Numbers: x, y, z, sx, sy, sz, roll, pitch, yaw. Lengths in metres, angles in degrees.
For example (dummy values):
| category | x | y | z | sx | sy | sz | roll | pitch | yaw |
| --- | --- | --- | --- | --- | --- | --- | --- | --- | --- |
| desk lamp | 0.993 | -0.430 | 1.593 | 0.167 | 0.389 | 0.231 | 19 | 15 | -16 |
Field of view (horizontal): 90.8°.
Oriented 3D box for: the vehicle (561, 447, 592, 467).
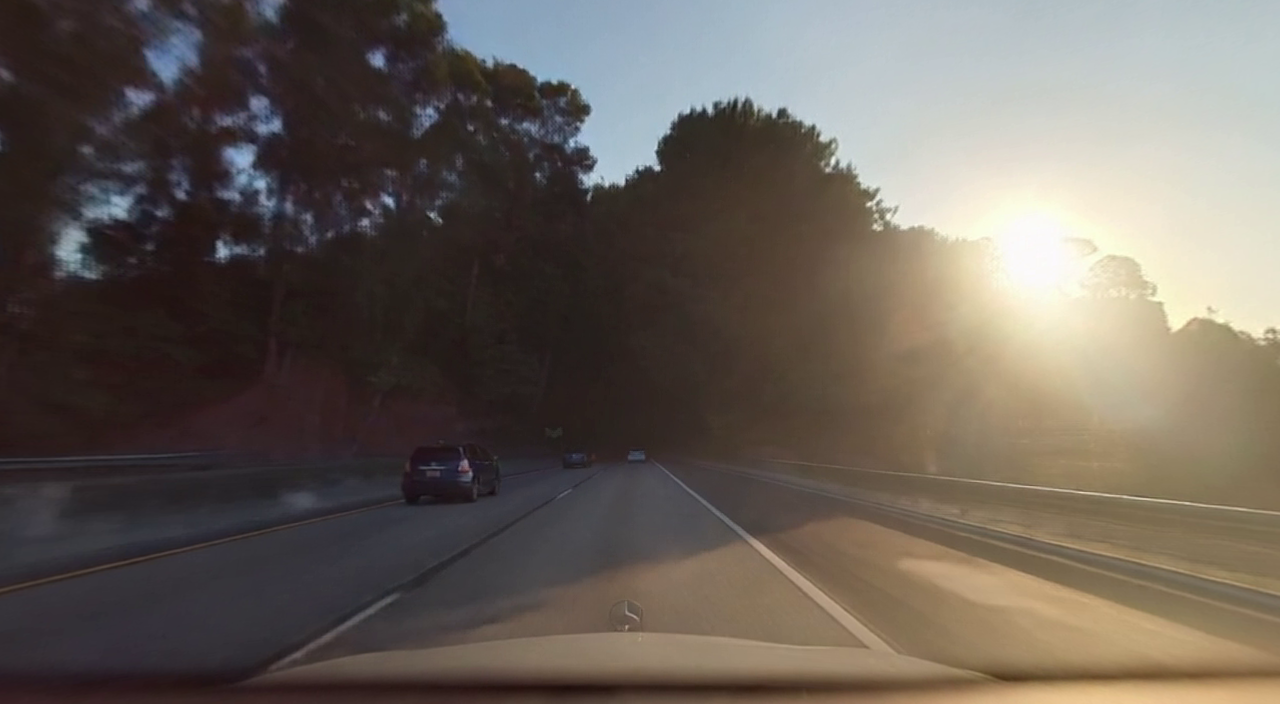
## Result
| category | x | y | z | sx | sy | sz | roll | pitch | yaw |
| --- | --- | --- | --- | --- | --- | --- | --- | --- | --- |
| vehicle | -4.906 | 8.175 | 49.228 | 2.052 | 1.468 | 4.390 | 0 | -8 | 0 |

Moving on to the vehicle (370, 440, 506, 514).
| category | x | y | z | sx | sy | sz | roll | pitch | yaw |
| --- | --- | --- | --- | --- | --- | --- | --- | --- | --- |
| vehicle | -4.615 | 2.894 | 15.169 | 1.838 | 1.508 | 4.317 | 0 | -8 | 0 |
